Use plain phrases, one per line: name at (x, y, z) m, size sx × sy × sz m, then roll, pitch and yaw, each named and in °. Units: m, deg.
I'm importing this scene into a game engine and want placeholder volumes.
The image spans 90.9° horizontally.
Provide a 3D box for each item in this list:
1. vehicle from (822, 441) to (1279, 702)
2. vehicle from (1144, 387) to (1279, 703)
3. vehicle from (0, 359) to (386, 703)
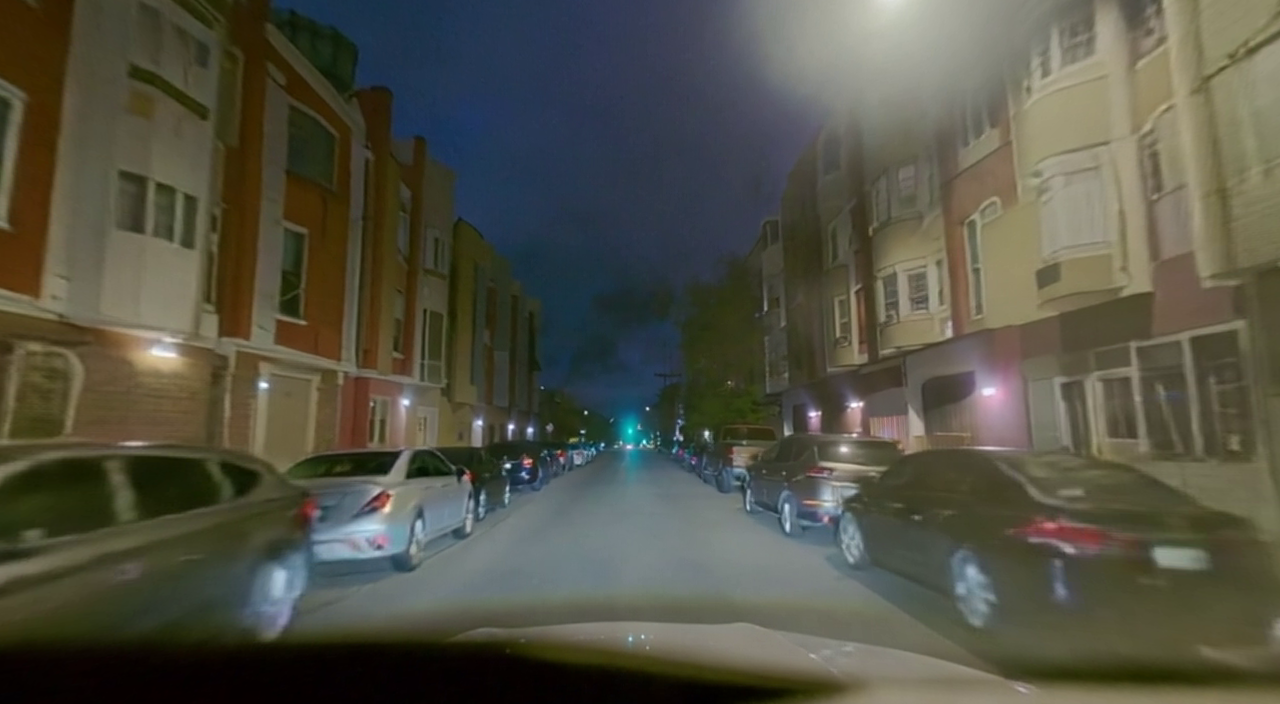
vehicle at (3.205, 1.532, 5.626) m, size 1.809 × 1.444 × 3.882 m, roll 0°, pitch -8°, yaw -3°
vehicle at (3.360, 0.812, 0.616) m, size 1.968 × 1.595 × 4.543 m, roll 7°, pitch -8°, yaw -2°
vehicle at (-3.180, 1.084, 3.124) m, size 2.081 × 1.679 × 4.506 m, roll -3°, pitch -9°, yaw -1°
